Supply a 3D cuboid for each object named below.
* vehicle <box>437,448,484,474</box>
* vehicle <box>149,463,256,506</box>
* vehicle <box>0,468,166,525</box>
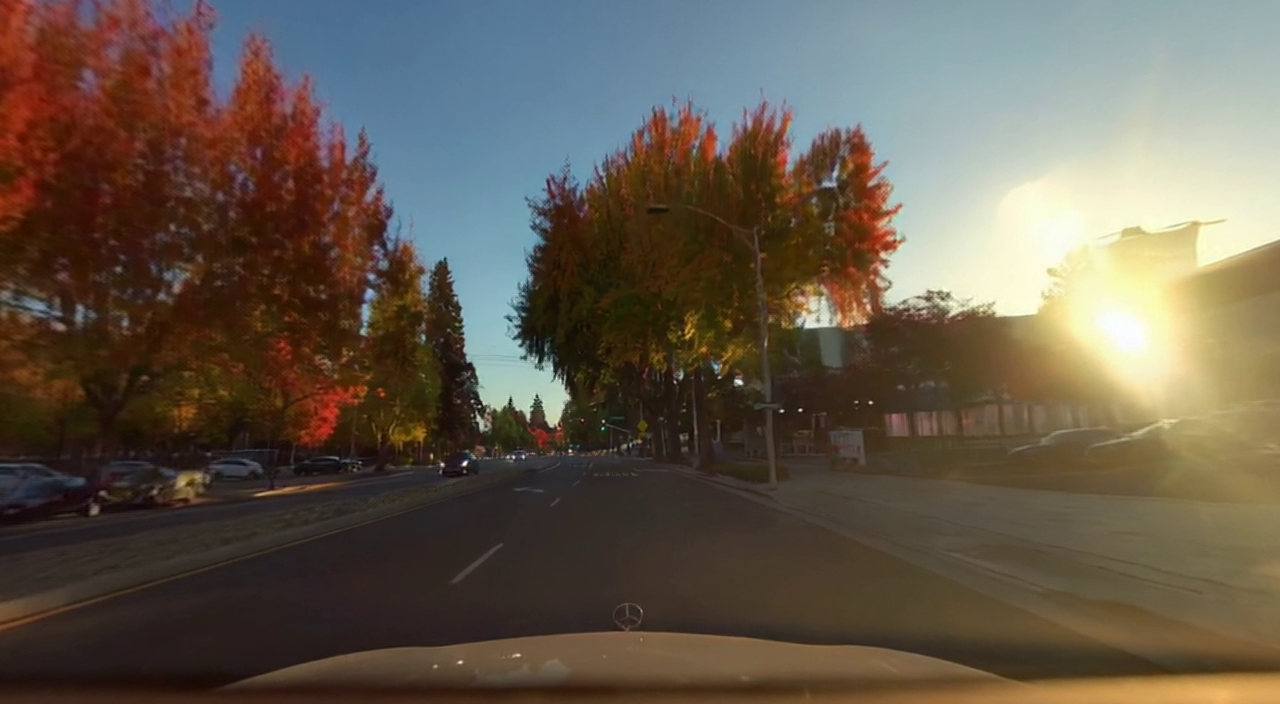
[{"bbox_3d":[-12.951,7.881,45.582,2.075,1.765,4.684,0,-9,-2],"label":"vehicle"},{"bbox_3d":[-18.748,5.652,27.149,1.896,1.495,4.108,-4,-9,-3],"label":"vehicle"},{"bbox_3d":[-18.412,4.687,20.799,1.887,1.490,4.432,0,-9,0],"label":"vehicle"}]
